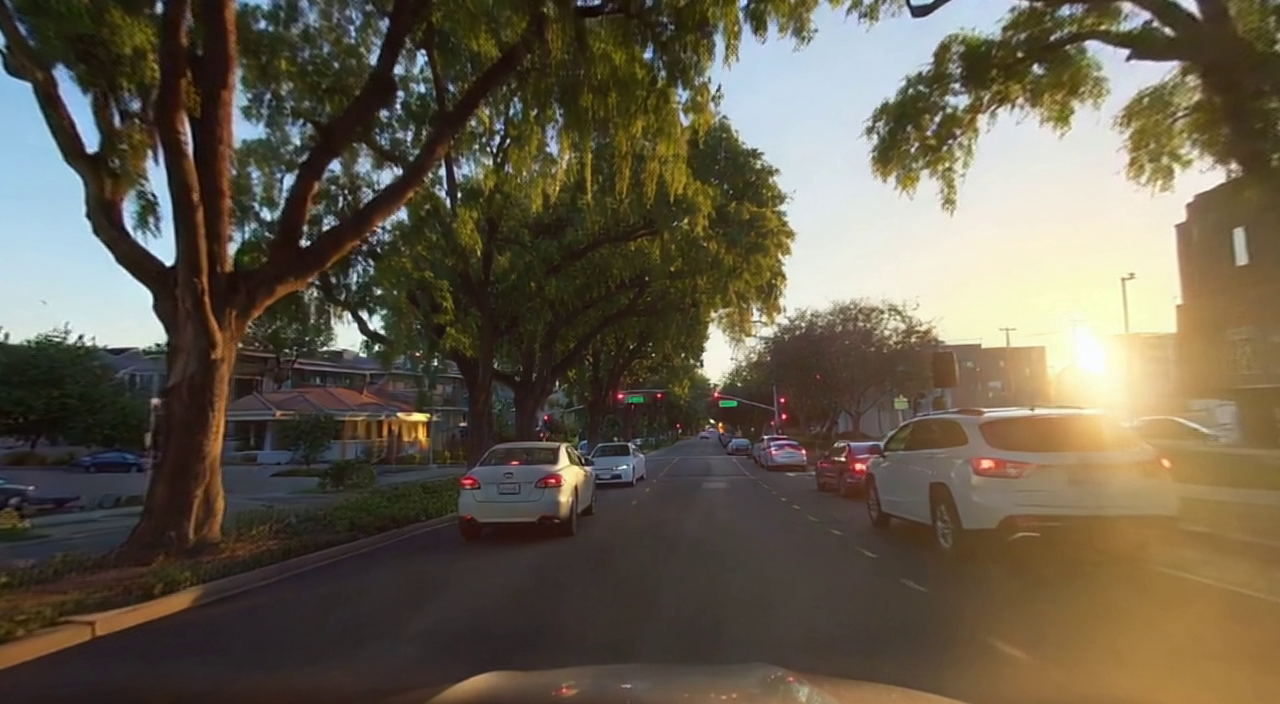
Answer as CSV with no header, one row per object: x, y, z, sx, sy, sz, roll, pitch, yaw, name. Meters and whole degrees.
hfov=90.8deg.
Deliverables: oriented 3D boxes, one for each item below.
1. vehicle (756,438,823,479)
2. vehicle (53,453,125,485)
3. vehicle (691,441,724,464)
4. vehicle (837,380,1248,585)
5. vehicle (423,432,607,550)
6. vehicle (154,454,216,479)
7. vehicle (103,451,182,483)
5.852,4.207,25.283,1.910,1.493,4.490,-1,-8,4,vehicle
-28.018,5.899,32.101,3.865,1.499,1.804,-6,-10,36,vehicle
4.545,6.860,43.296,2.095,1.473,4.301,-1,-8,4,vehicle
4.672,1.644,8.858,2.324,1.907,5.634,-1,-8,4,vehicle
-1.715,2.097,10.281,1.968,1.497,4.286,0,-8,2,vehicle
-27.042,6.766,37.533,3.527,1.390,1.681,-5,-10,32,vehicle
-27.575,6.320,34.978,4.127,1.583,1.978,-5,-10,31,vehicle
